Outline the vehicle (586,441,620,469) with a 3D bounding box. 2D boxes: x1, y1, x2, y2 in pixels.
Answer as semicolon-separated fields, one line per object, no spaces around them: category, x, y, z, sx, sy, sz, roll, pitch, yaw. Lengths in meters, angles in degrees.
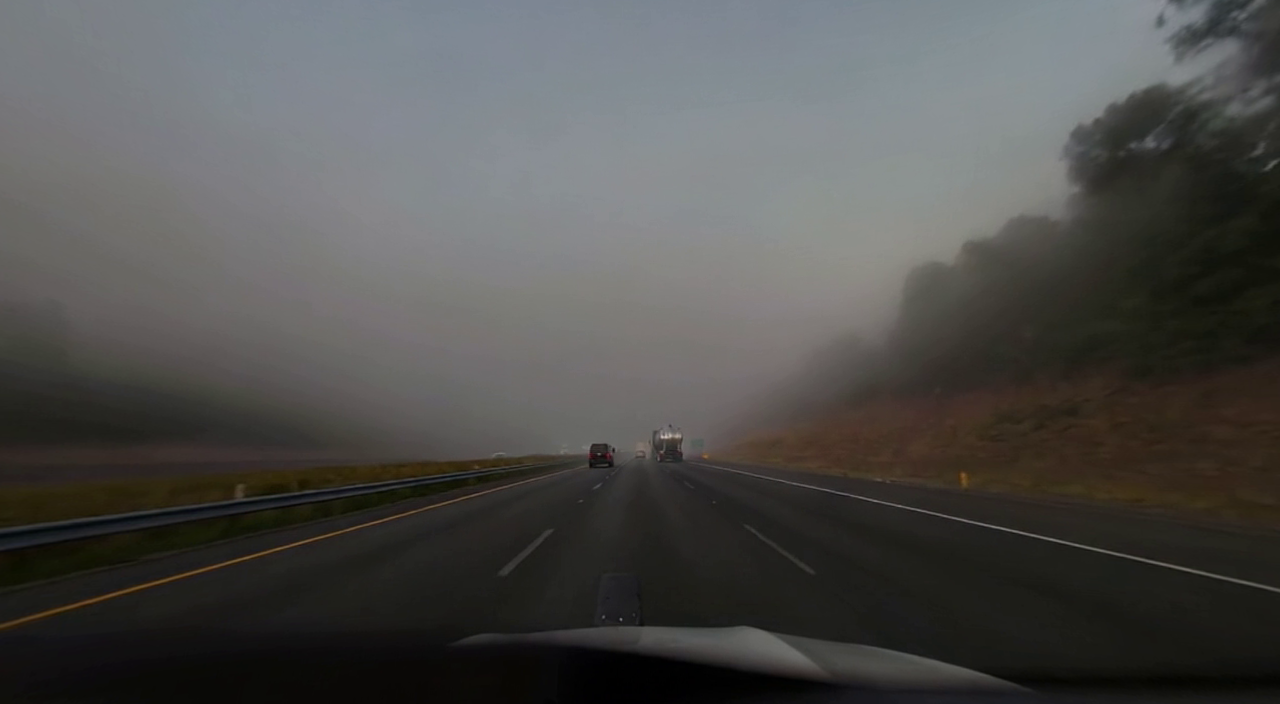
vehicle;-2.701;7.667;47.197;2.190;1.949;4.883;0;-9;0
